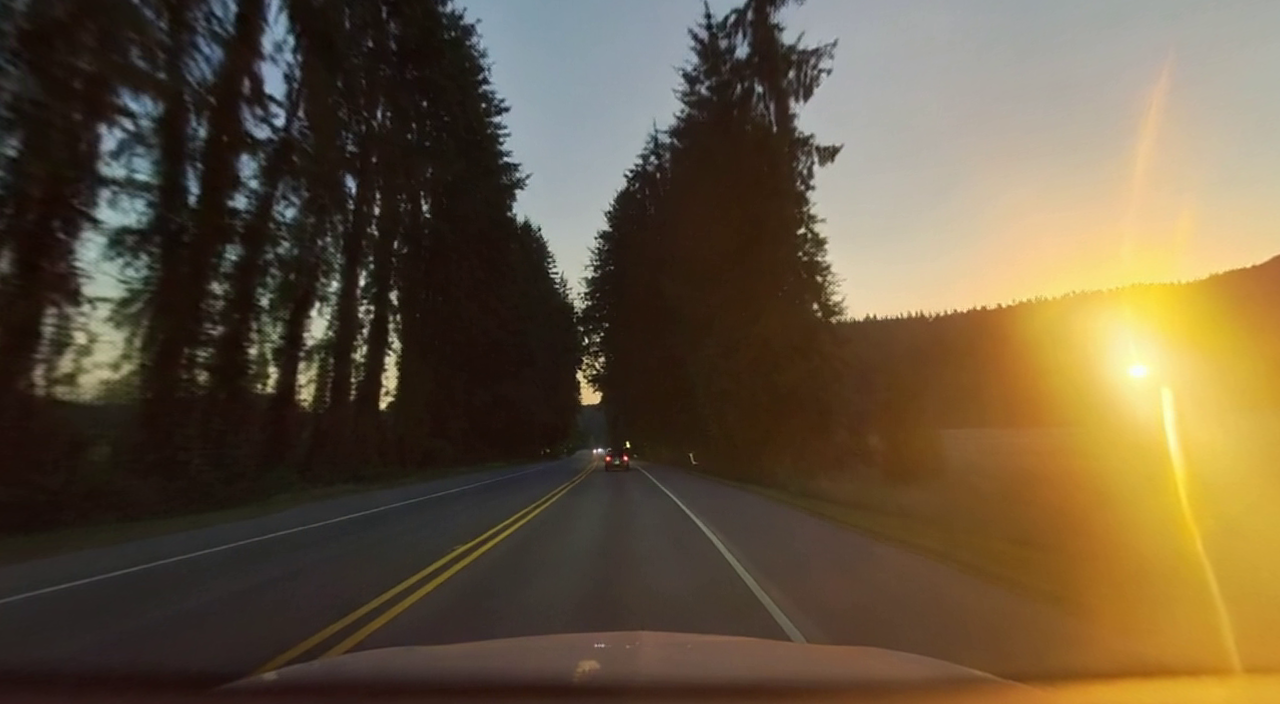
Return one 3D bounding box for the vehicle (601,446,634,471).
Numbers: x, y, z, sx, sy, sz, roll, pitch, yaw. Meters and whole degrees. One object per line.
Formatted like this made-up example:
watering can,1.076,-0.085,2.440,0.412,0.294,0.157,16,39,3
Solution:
vehicle,-1.498,6.964,41.563,2.042,1.489,3.963,0,-9,-2
